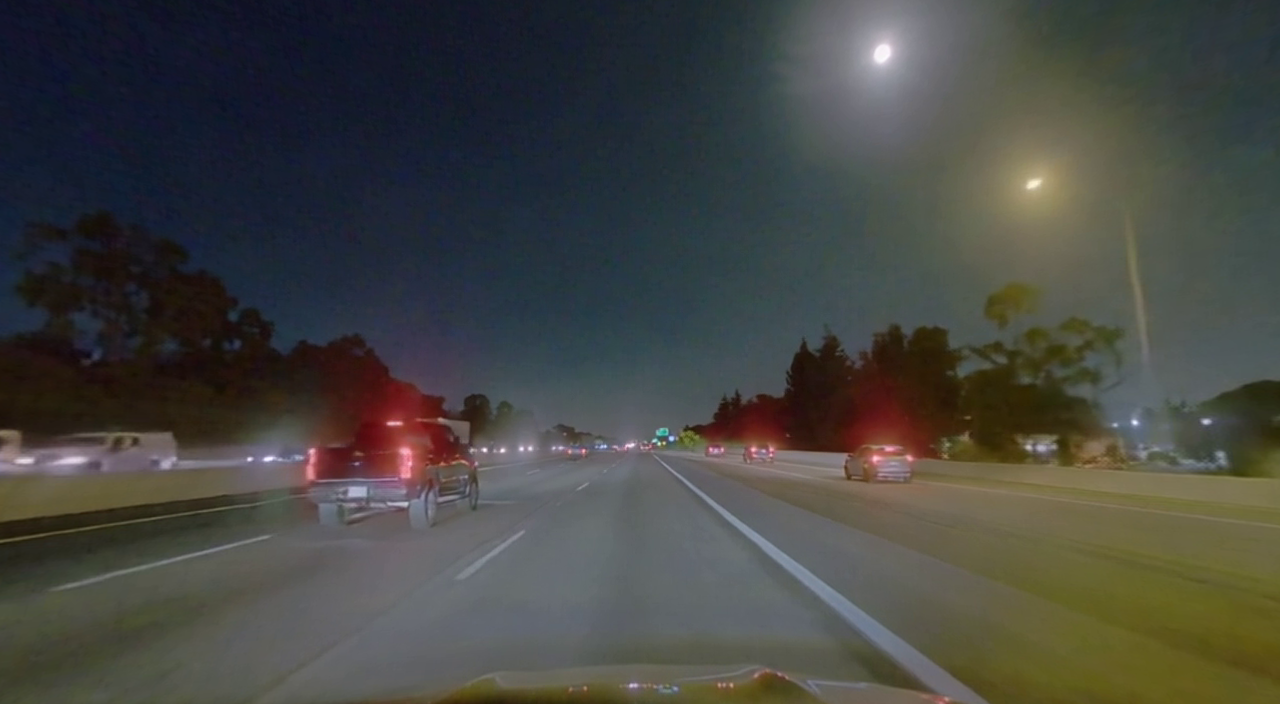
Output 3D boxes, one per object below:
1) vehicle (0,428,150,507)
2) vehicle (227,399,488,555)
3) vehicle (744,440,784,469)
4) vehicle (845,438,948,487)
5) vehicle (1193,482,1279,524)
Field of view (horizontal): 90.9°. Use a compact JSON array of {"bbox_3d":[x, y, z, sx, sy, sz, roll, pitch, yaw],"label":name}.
[{"bbox_3d":[-16.866,3.097,17.169,2.339,1.926,5.751,0,-8,1],"label":"vehicle"},{"bbox_3d":[-4.081,1.899,10.276,1.994,1.911,4.819,0,-8,0],"label":"vehicle"},{"bbox_3d":[9.653,7.984,49.328,2.061,2.115,4.635,0,-8,-1],"label":"vehicle"},{"bbox_3d":[9.488,4.107,23.746,1.971,1.638,4.295,0,-8,-2],"label":"vehicle"},{"bbox_3d":[29.036,6.896,28.919,5.058,1.729,2.070,-1,-9,8],"label":"vehicle"}]
